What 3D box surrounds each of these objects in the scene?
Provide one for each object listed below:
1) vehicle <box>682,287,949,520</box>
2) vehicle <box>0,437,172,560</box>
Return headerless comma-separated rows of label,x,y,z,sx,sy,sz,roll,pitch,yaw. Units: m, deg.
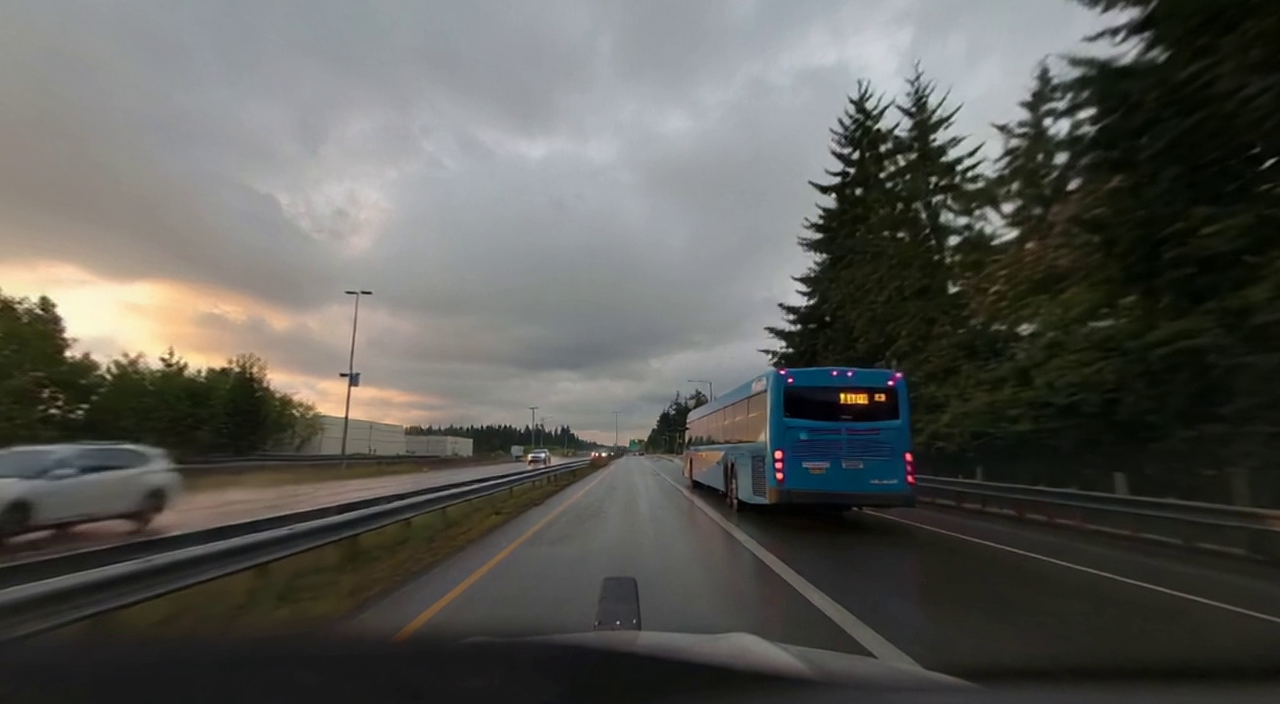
vehicle,3.497,1.909,18.047,3.277,4.084,14.213,0,-9,-1
vehicle,-8.890,1.912,8.417,2.100,1.499,3.954,0,-9,0
